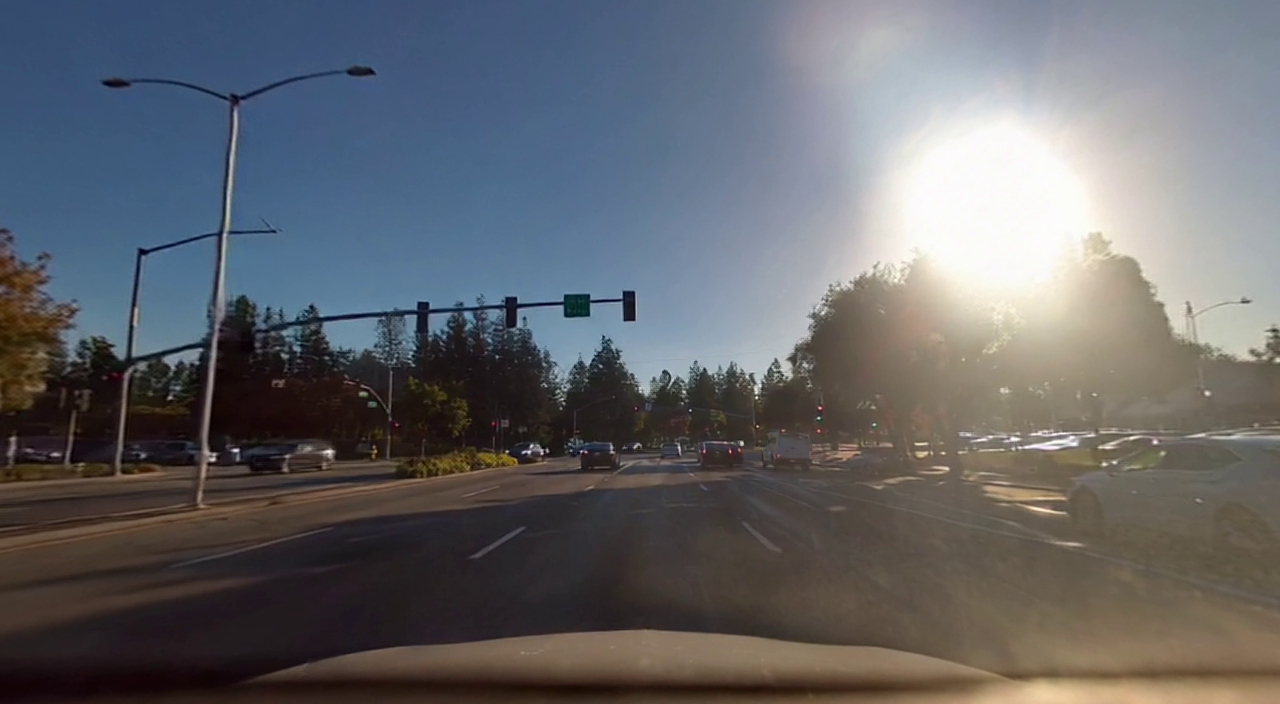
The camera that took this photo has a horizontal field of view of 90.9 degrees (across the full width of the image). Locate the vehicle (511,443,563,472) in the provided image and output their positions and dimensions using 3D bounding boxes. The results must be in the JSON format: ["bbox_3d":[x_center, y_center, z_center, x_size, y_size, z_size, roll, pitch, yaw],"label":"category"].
[{"bbox_3d":[-5.783,5.934,35.819,2.004,1.529,4.319,-1,-8,3],"label":"vehicle"}]

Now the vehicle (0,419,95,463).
[{"bbox_3d":[-46.875,6.555,46.236,9.731,3.110,2.942,3,-9,-24],"label":"vehicle"}]

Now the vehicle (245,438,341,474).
[{"bbox_3d":[-17.835,5.356,32.733,1.981,1.721,4.772,-1,-8,4],"label":"vehicle"}]

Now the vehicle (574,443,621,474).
[{"bbox_3d":[-2.199,5.628,33.601,1.958,1.542,4.175,-1,-8,4],"label":"vehicle"}]

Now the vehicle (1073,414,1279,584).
[{"bbox_3d":[7.267,1.516,6.856,2.051,1.620,4.702,-1,-8,5],"label":"vehicle"}]

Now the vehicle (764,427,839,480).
[{"bbox_3d":[7.409,4.729,29.587,2.186,2.202,5.426,0,-8,1],"label":"vehicle"}]

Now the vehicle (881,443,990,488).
[{"bbox_3d":[11.113,4.267,24.126,1.963,1.513,4.600,0,-8,0],"label":"vehicle"}]

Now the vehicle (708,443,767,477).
[{"bbox_3d":[4.736,5.318,31.287,2.292,1.563,4.734,0,-8,2],"label":"vehicle"}]
